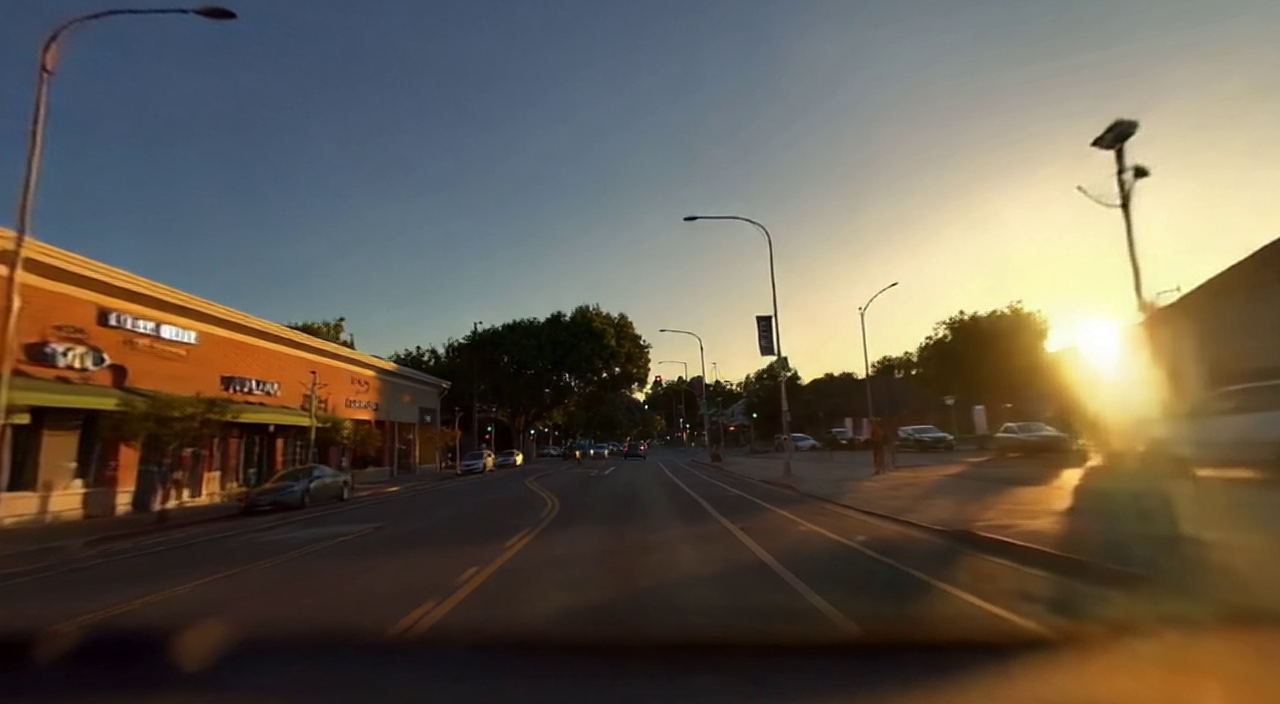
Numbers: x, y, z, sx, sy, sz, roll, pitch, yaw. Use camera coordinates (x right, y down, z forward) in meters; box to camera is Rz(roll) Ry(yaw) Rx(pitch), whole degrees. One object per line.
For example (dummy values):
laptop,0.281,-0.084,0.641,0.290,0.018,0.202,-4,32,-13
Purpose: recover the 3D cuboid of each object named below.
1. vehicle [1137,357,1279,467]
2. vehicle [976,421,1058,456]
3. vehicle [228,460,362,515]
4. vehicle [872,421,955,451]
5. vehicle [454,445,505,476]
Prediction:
vehicle,12.965,1.179,12.138,2.532,1.997,5.001,0,-8,-3
vehicle,17.075,3.957,28.876,1.773,1.446,4.421,-2,-8,11
vehicle,-10.998,4.312,20.599,1.828,1.470,4.523,0,-8,0
vehicle,16.867,5.227,39.196,4.135,1.753,2.122,0,-9,1
vehicle,-10.864,7.356,43.141,2.033,1.930,4.786,0,-8,2
